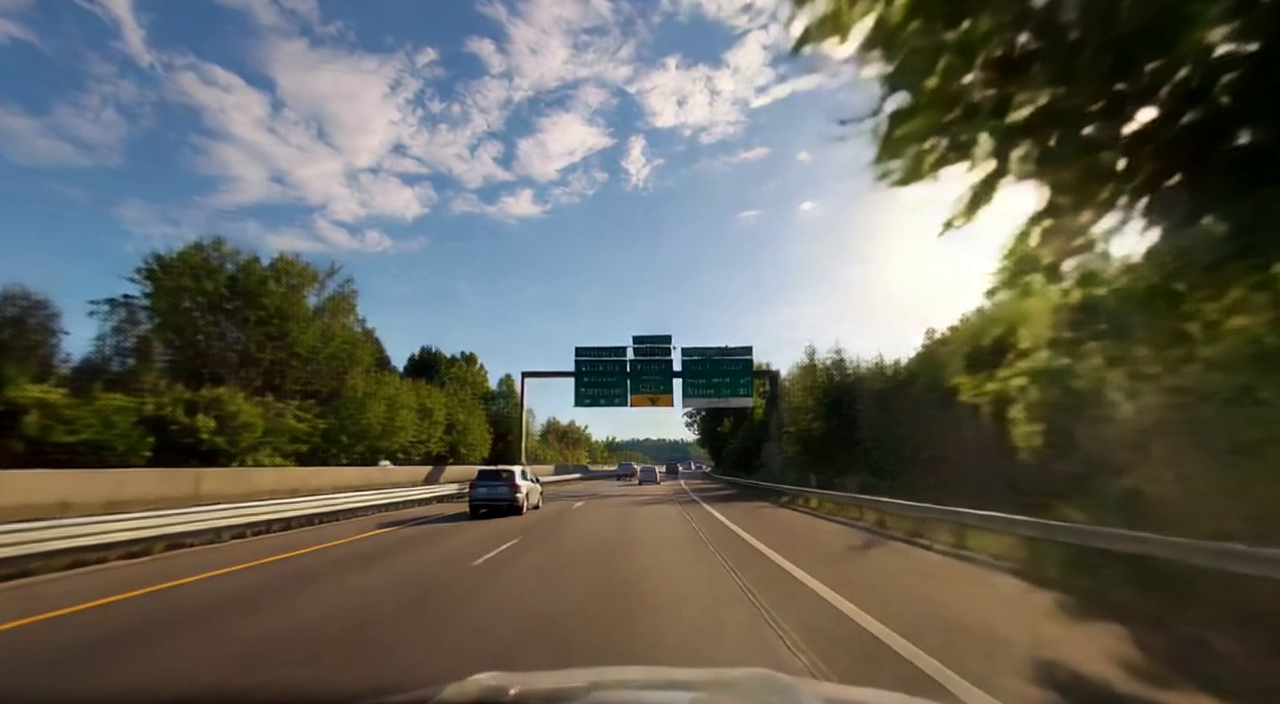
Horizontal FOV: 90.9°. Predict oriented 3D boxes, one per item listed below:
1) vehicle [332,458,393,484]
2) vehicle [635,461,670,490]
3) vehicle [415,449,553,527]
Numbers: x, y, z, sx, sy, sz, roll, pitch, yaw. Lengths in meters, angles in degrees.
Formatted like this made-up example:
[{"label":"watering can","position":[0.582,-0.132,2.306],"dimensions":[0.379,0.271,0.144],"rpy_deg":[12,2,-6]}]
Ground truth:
[{"label":"vehicle","position":[-21.060,9.078,48.039],"dimensions":[1.950,1.762,5.268],"rpy_deg":[1,-10,4]},{"label":"vehicle","position":[0.818,7.453,38.215],"dimensions":[2.000,1.594,3.996],"rpy_deg":[1,-10,3]},{"label":"vehicle","position":[-3.597,3.278,15.566],"dimensions":[2.063,1.556,4.740],"rpy_deg":[1,-10,1]}]
